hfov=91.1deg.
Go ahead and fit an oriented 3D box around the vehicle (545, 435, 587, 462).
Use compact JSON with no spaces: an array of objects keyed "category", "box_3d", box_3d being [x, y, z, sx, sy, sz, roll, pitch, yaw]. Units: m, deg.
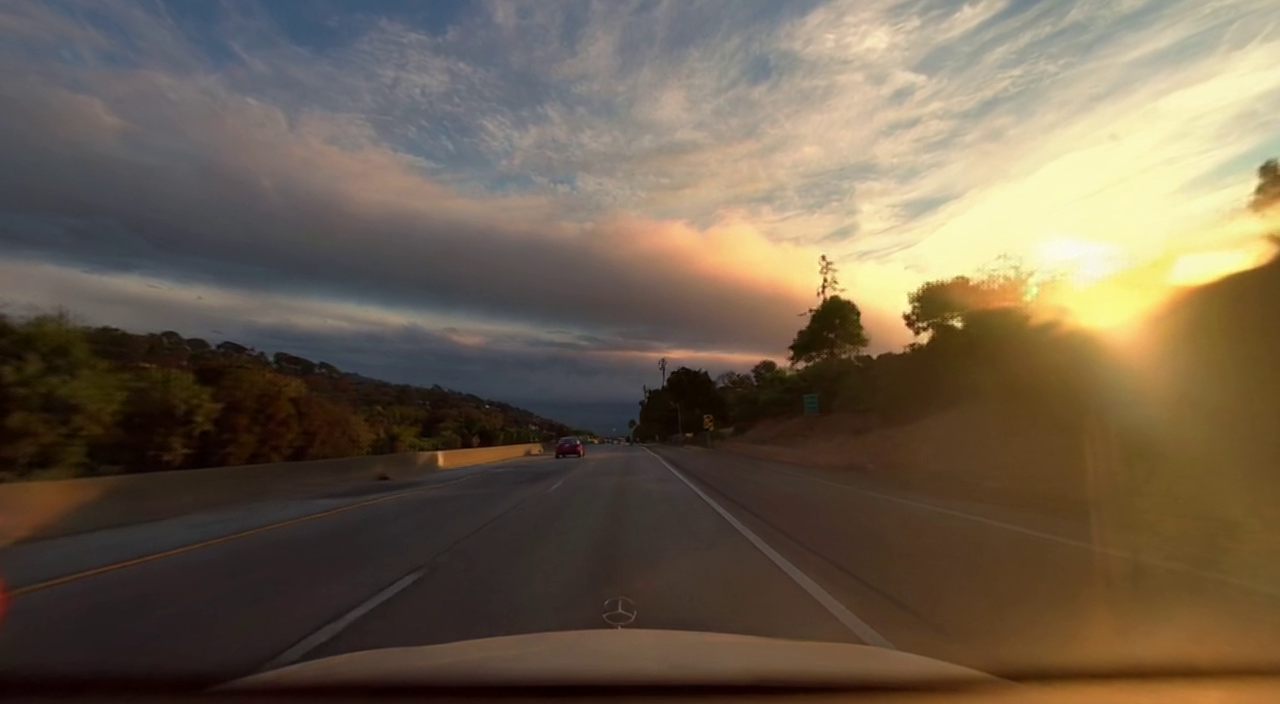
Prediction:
[{"category":"vehicle","box_3d":[-4.410,5.779,37.991,2.063,1.496,4.225,0,-8,-1]}]
